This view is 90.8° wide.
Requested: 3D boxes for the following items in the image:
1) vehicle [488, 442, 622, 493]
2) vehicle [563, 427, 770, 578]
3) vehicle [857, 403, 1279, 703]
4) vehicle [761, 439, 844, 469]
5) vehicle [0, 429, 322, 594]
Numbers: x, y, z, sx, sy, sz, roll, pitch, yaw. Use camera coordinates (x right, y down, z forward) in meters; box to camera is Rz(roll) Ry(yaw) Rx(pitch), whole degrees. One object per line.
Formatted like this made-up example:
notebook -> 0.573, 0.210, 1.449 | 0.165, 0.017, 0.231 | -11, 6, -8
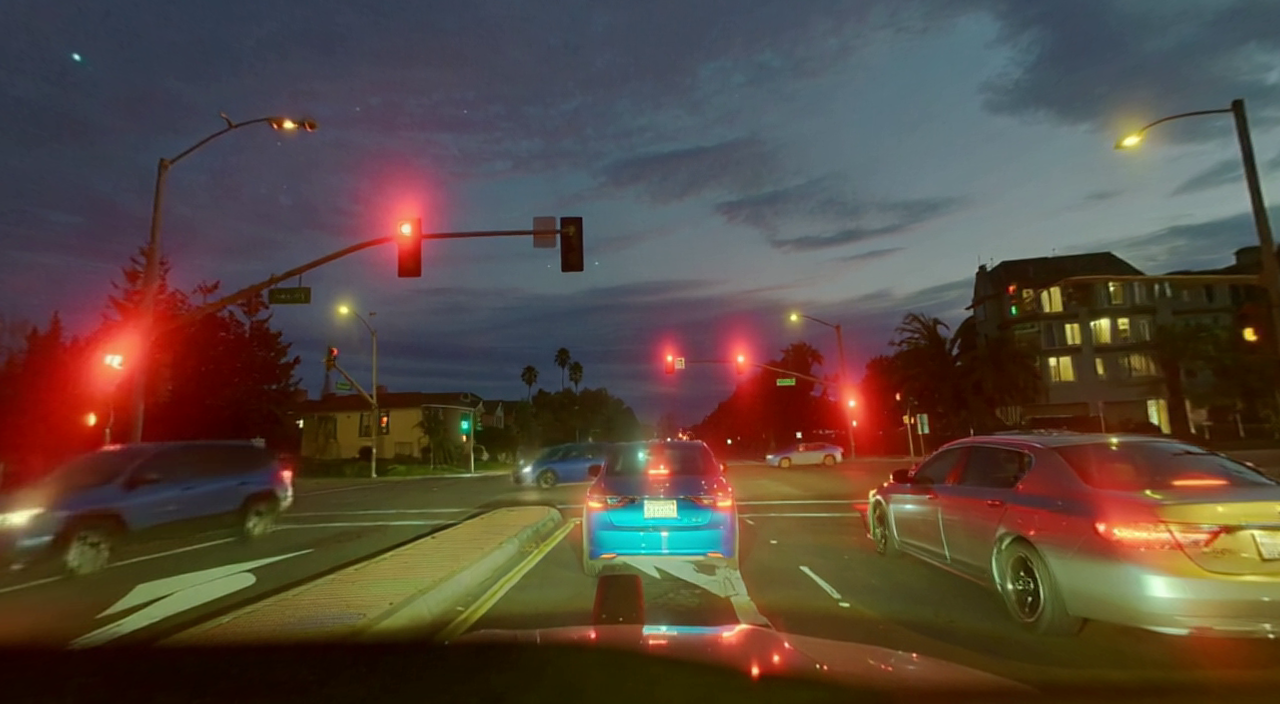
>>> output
vehicle -> -2.718, 3.758, 21.025 | 1.854, 1.490, 4.229 | -8, -11, 40
vehicle -> 0.306, 1.817, 8.337 | 2.090, 1.505, 3.756 | -1, -9, 1
vehicle -> 3.665, 1.340, 5.430 | 1.888, 1.486, 4.681 | 0, -9, -1
vehicle -> 9.487, 5.967, 37.113 | 4.240, 1.615, 1.936 | -8, -12, 43
vehicle -> -7.439, 2.145, 9.532 | 1.988, 1.799, 4.789 | -2, -9, 13
